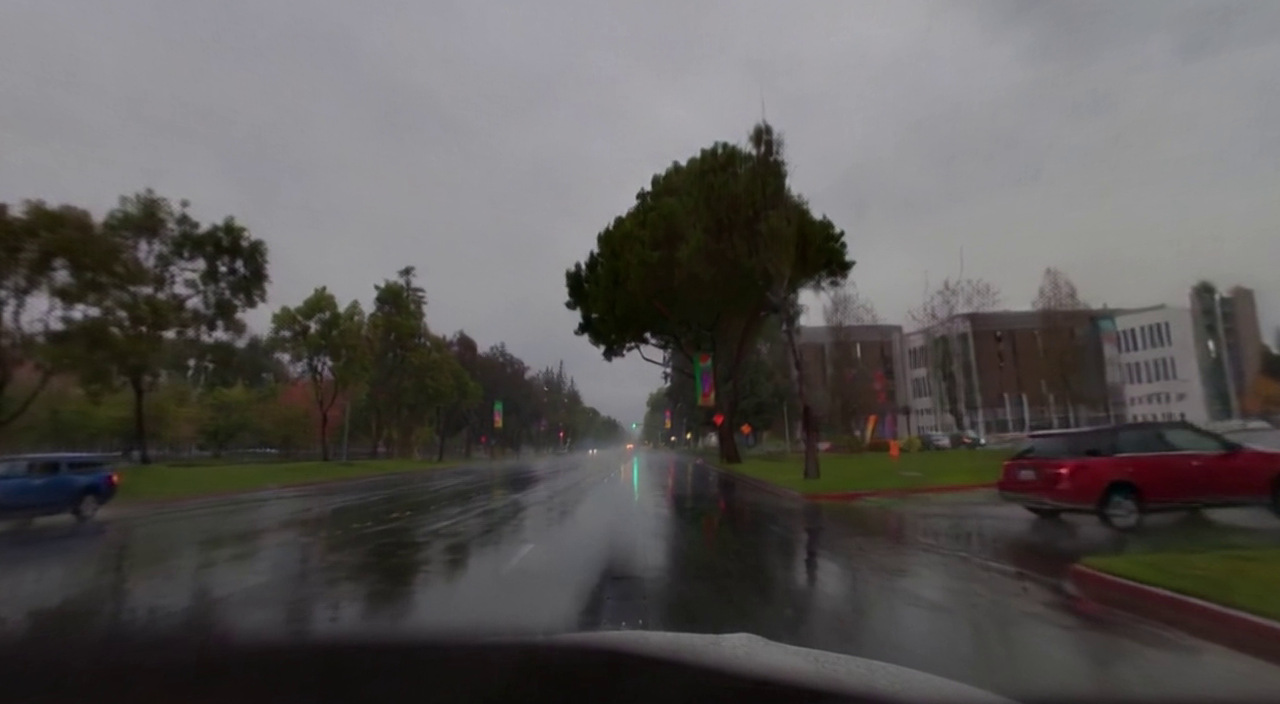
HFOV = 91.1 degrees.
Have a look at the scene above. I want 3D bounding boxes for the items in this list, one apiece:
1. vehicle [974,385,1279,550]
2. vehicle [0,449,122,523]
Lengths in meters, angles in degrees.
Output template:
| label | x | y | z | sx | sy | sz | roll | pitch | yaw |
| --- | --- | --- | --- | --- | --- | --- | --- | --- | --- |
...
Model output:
| label | x | y | z | sx | sy | sz | roll | pitch | yaw |
| --- | --- | --- | --- | --- | --- | --- | --- | --- | --- |
| vehicle | 8.500 | 1.732 | 10.109 | 4.716 | 1.672 | 2.330 | -10 | -8 | -2 |
| vehicle | -17.293 | 3.672 | 17.117 | 2.301 | 1.821 | 4.731 | -4 | -8 | 1 |
